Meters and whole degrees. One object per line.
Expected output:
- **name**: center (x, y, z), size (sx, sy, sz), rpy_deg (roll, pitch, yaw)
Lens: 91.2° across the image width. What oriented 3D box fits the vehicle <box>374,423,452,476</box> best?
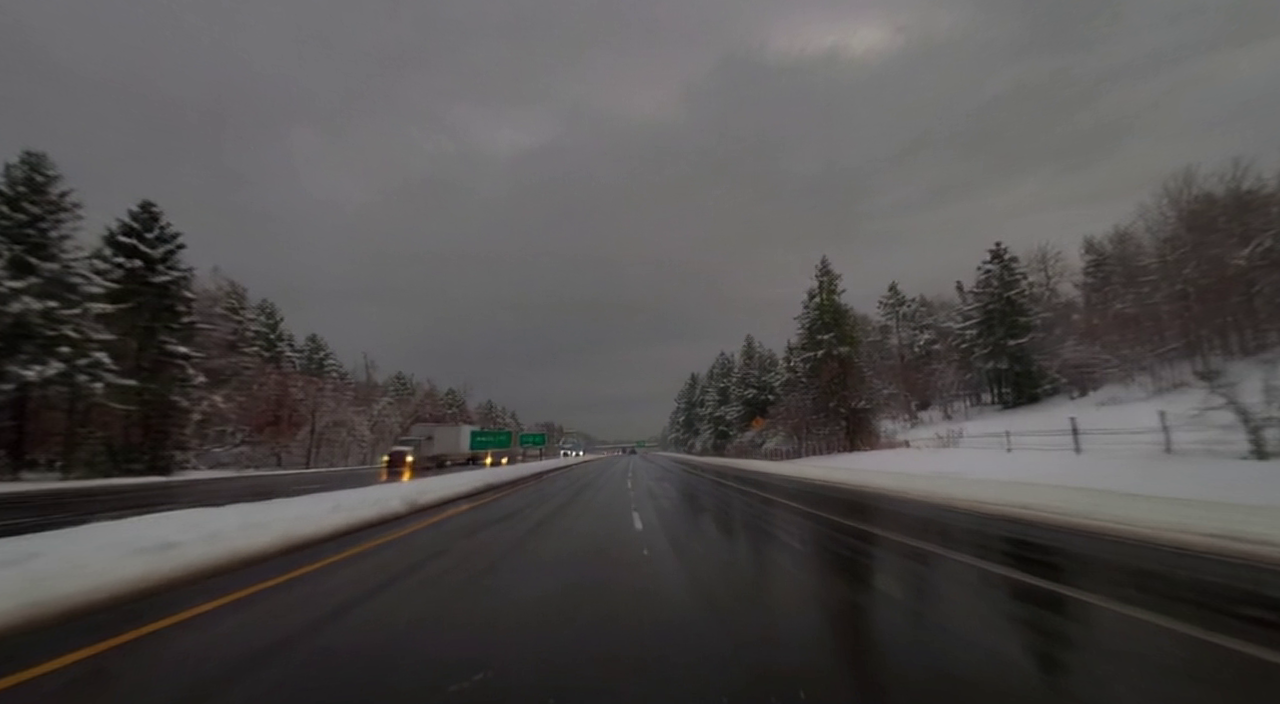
- **vehicle**: center (-15.604, 6.796, 43.719), size (2.732, 3.283, 7.013), rpy_deg (-1, -9, 0)
